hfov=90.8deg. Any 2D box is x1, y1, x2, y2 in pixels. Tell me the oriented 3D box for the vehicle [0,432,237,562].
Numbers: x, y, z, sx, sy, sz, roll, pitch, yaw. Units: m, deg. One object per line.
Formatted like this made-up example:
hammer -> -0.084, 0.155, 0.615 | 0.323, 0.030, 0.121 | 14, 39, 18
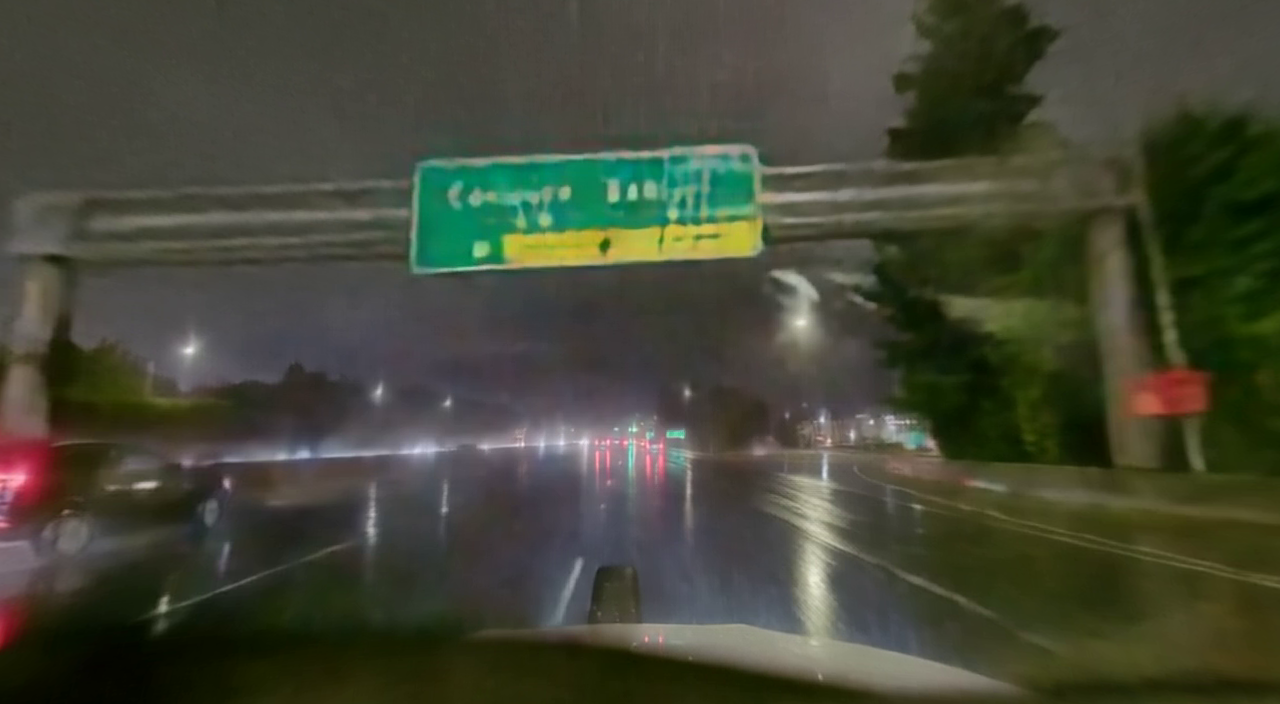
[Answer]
vehicle -> -8.580, 2.025, 9.553 | 2.060, 1.507, 4.494 | 0, -9, -1
